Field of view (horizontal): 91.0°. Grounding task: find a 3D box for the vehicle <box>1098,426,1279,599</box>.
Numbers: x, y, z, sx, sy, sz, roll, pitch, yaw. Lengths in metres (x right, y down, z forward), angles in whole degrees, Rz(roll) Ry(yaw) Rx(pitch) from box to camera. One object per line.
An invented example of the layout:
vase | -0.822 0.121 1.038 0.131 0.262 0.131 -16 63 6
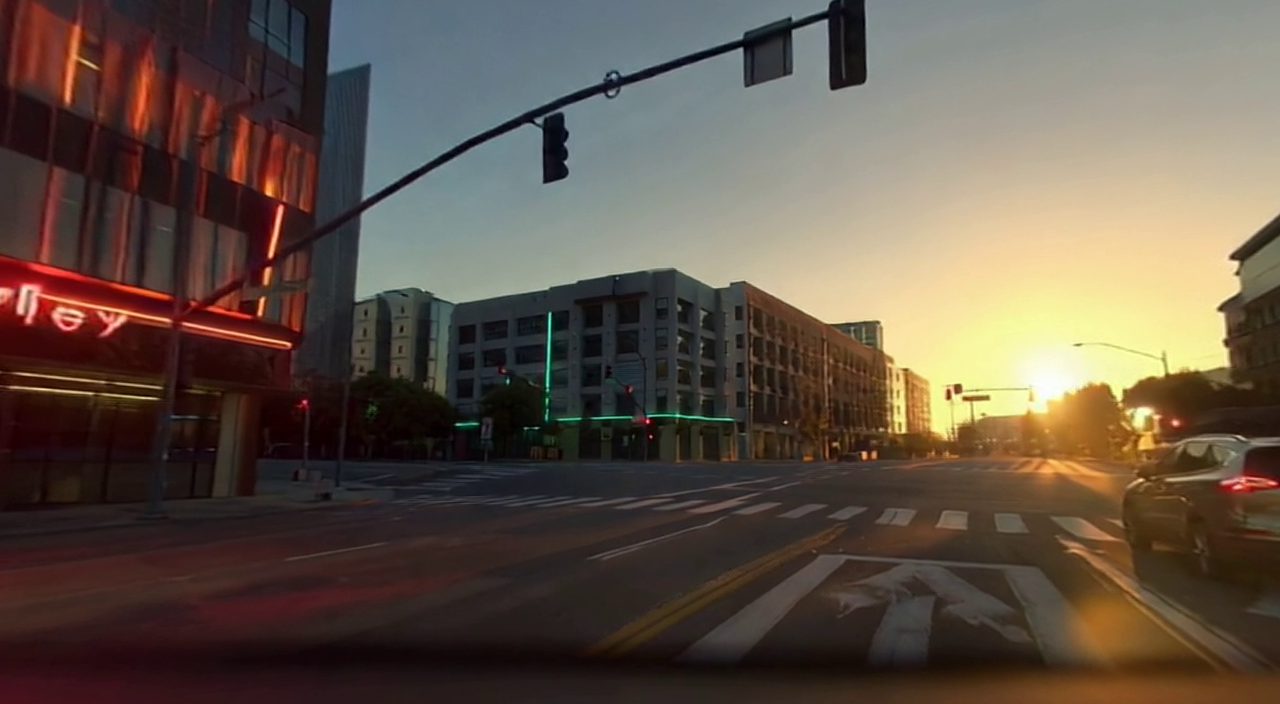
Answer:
vehicle | 7.350 1.779 7.707 2.067 1.625 4.073 -4 -9 26
